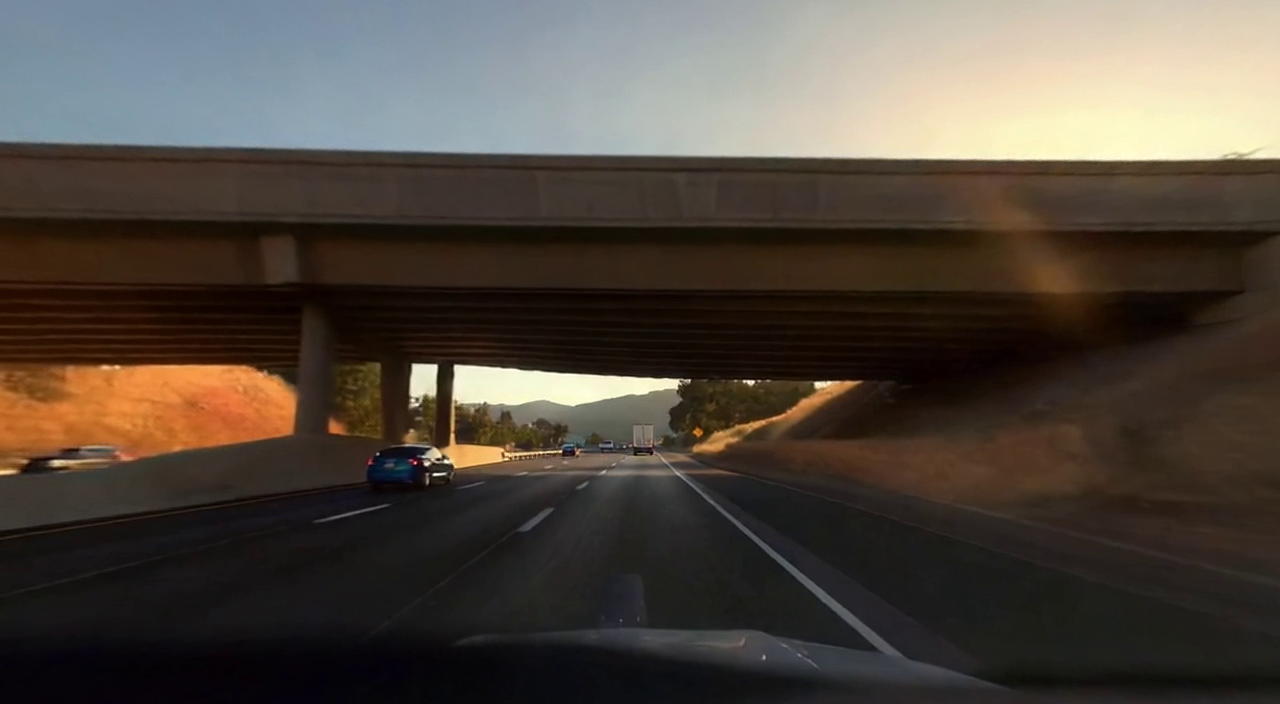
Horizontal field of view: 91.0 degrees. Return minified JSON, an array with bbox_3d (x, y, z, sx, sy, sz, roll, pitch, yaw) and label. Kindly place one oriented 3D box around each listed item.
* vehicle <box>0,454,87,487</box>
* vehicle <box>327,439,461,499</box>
[{"bbox_3d":[-31.734,6.118,32.815,1.801,1.506,4.441,0,-8,0],"label":"vehicle"},{"bbox_3d":[-7.127,3.415,18.871,2.096,1.541,4.610,0,-8,1],"label":"vehicle"}]
